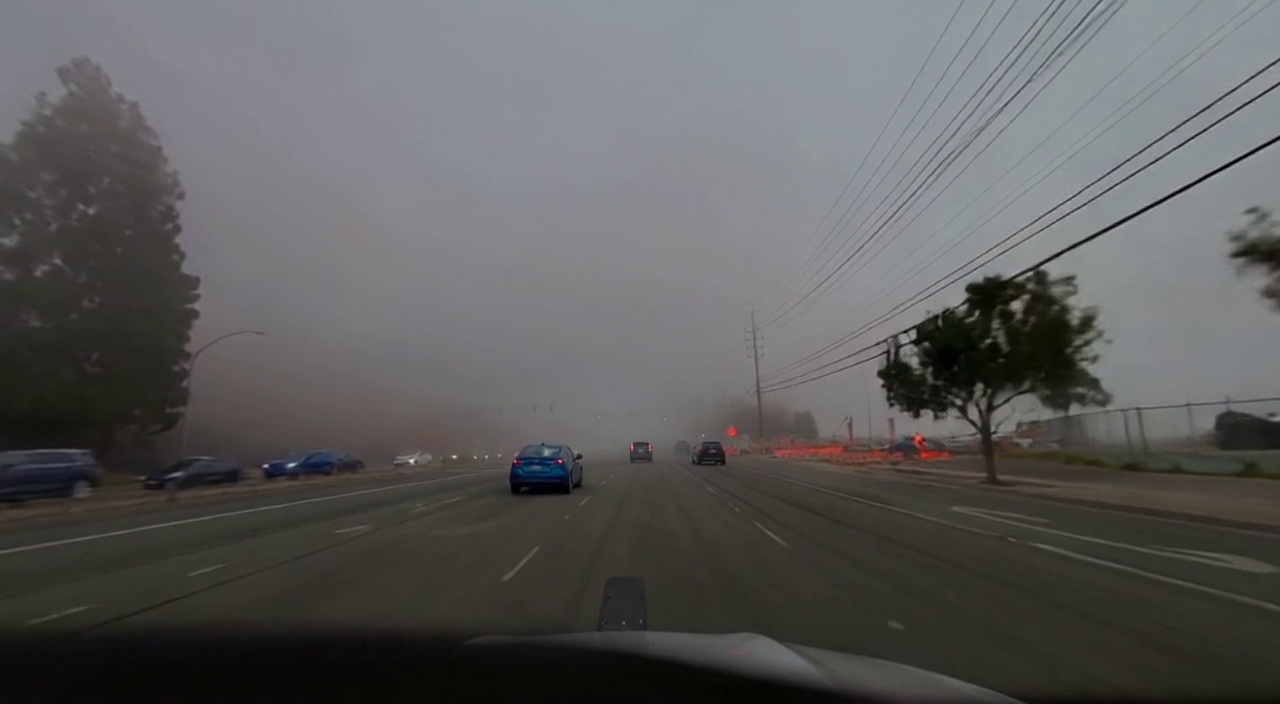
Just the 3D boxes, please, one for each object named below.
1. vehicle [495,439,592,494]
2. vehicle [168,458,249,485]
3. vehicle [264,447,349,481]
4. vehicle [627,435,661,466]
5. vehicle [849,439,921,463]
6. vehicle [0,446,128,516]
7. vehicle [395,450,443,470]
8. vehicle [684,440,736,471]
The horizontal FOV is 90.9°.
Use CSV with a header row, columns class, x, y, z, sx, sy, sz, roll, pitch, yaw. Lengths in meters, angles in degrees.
class,x,y,z,sx,sy,sz,roll,pitch,yaw
vehicle,-2.801,3.461,19.483,2.087,1.480,4.825,0,-9,2
vehicle,-26.746,7.397,39.265,1.840,1.469,4.546,0,-8,-1
vehicle,-17.540,5.889,33.434,2.036,1.649,4.493,0,-8,0
vehicle,0.317,6.300,40.506,2.060,1.845,4.151,0,-8,1
vehicle,16.353,6.586,42.107,4.677,1.466,1.928,5,-10,-31
vehicle,-16.955,3.444,17.272,2.025,1.712,4.578,0,-8,0
vehicle,-17.037,8.350,48.922,1.924,1.446,4.625,0,-8,2
vehicle,3.535,5.338,32.777,2.142,1.475,4.565,0,-8,0
